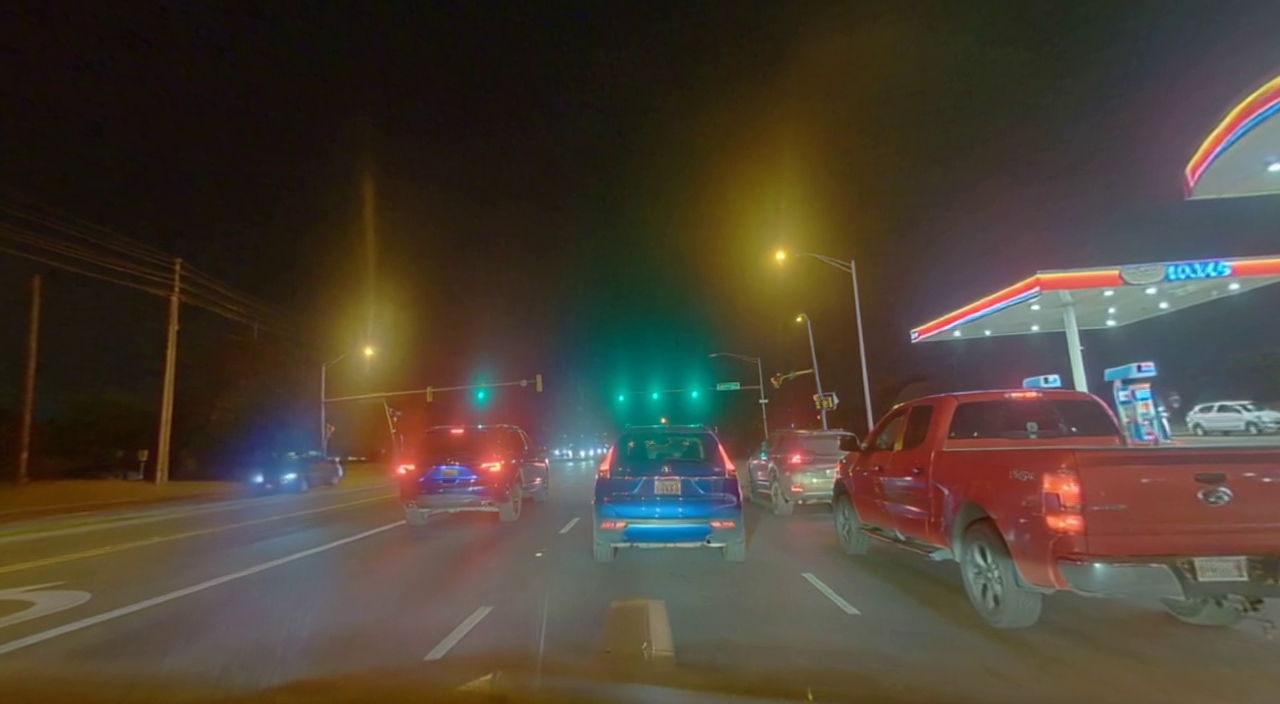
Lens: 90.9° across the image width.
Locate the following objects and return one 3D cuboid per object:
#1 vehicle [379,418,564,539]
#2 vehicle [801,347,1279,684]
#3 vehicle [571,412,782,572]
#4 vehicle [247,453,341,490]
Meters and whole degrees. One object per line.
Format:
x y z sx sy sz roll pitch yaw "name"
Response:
-2.704 2.148 11.328 2.019 1.731 4.299 0 -9 1 "vehicle"
3.416 1.294 6.238 2.161 1.868 5.321 0 -9 -1 "vehicle"
0.369 1.764 8.670 2.181 1.650 4.083 0 -9 0 "vehicle"
-15.882 5.472 29.217 1.808 1.457 4.381 -2 -9 1 "vehicle"
